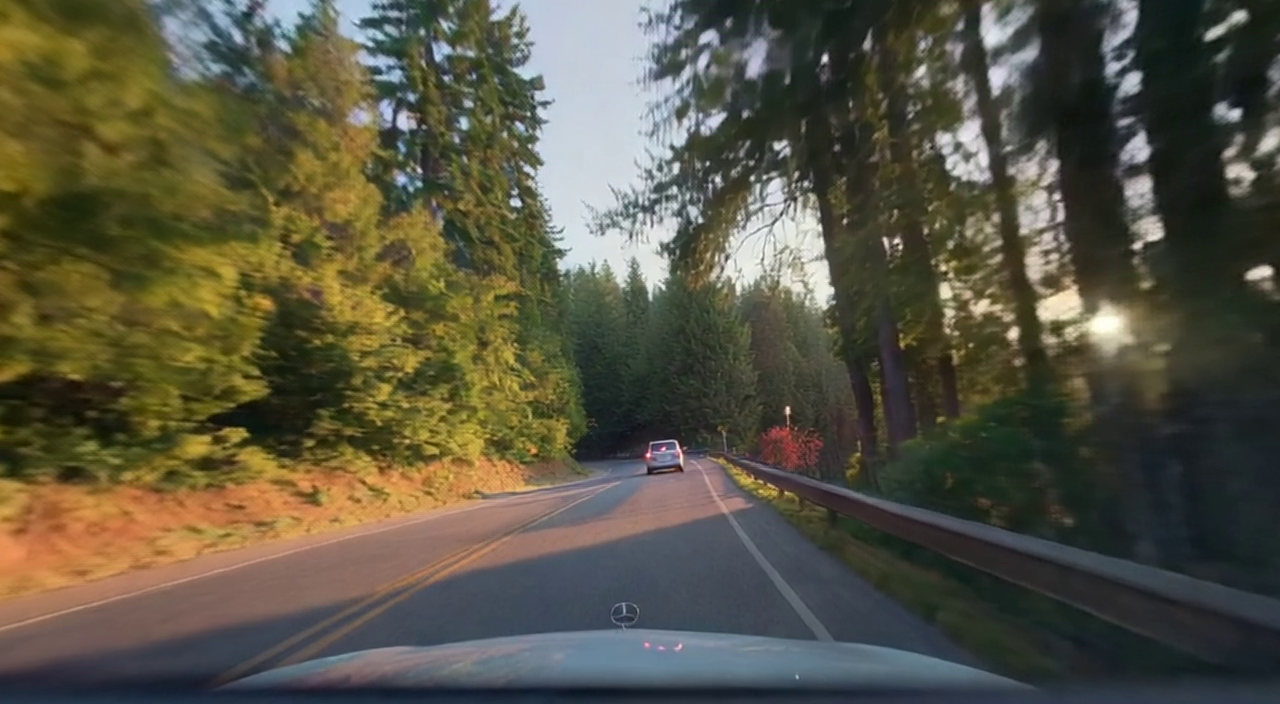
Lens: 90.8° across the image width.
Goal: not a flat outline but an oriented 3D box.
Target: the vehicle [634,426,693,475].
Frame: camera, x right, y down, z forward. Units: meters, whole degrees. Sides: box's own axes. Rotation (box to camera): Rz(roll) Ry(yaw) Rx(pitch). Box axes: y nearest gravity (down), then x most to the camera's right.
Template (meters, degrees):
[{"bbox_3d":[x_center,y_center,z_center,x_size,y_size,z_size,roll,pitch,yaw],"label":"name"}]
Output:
[{"bbox_3d":[1.176,4.903,31.371,2.469,1.953,5.605,-7,-9,2],"label":"vehicle"}]
